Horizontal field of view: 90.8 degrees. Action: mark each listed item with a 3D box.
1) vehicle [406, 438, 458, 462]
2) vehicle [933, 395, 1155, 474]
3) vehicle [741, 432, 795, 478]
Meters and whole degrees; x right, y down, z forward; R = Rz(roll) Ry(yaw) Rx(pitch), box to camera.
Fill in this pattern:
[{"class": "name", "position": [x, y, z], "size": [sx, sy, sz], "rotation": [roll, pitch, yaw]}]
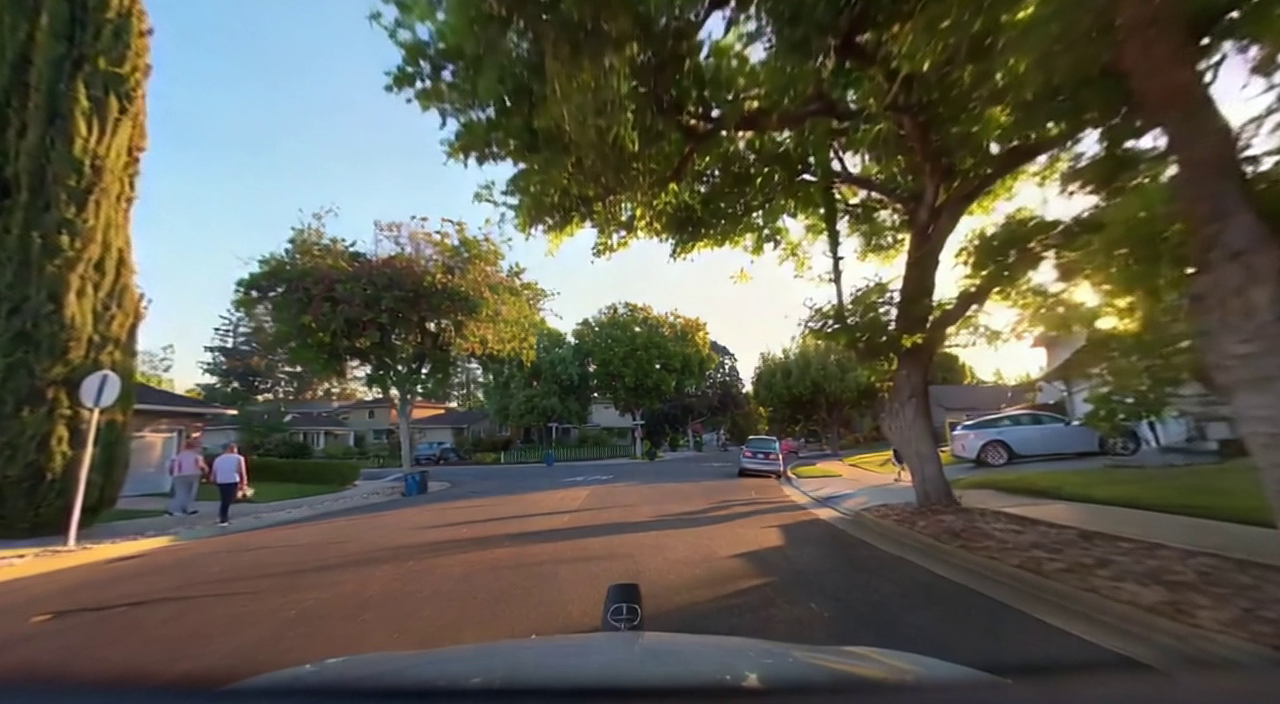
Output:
[{"class": "vehicle", "position": [-16.168, 7.613, 49.406], "size": [2.021, 1.798, 4.491], "rotation": [-1, -8, 8]}, {"class": "vehicle", "position": [11.419, 2.390, 18.204], "size": [4.780, 1.765, 2.103], "rotation": [-5, -8, 3]}, {"class": "vehicle", "position": [5.509, 4.318, 26.883], "size": [2.053, 1.737, 4.375], "rotation": [-2, -8, 13]}]
